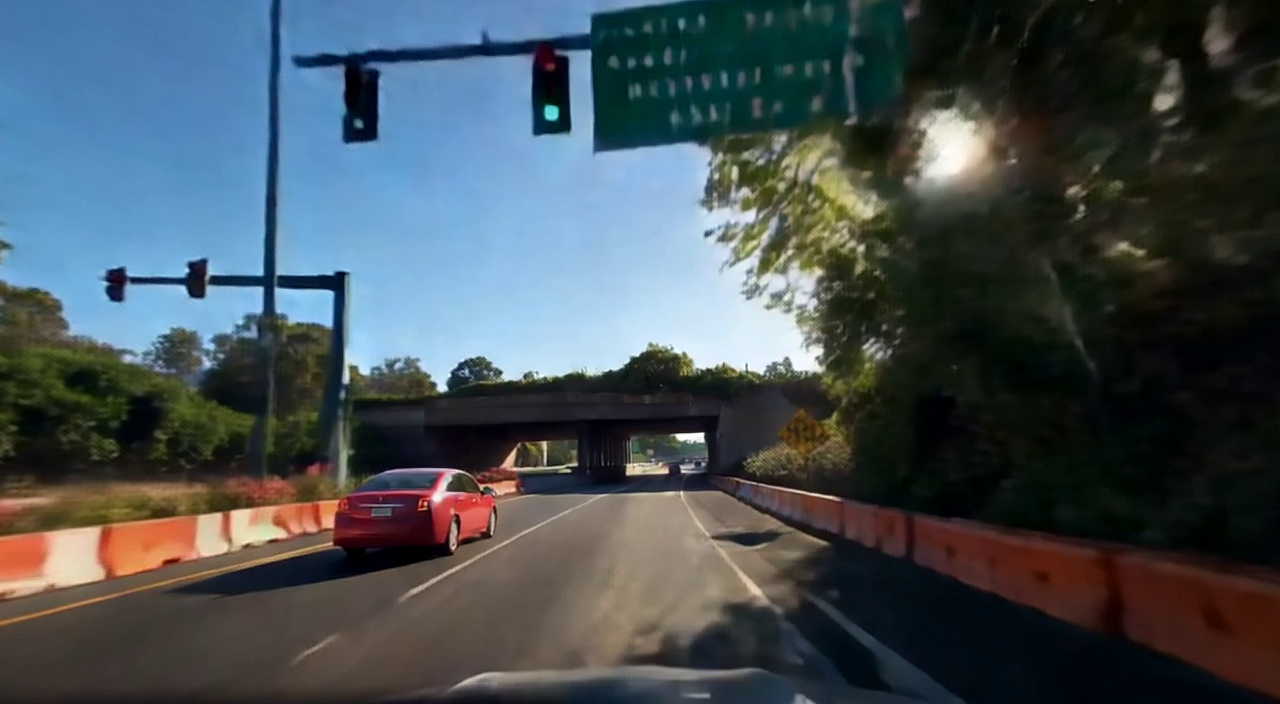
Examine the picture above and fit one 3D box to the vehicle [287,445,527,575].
[{"bbox_3d":[-3.072,2.186,9.287,1.992,1.466,3.690,0,-10,2],"label":"vehicle"}]
